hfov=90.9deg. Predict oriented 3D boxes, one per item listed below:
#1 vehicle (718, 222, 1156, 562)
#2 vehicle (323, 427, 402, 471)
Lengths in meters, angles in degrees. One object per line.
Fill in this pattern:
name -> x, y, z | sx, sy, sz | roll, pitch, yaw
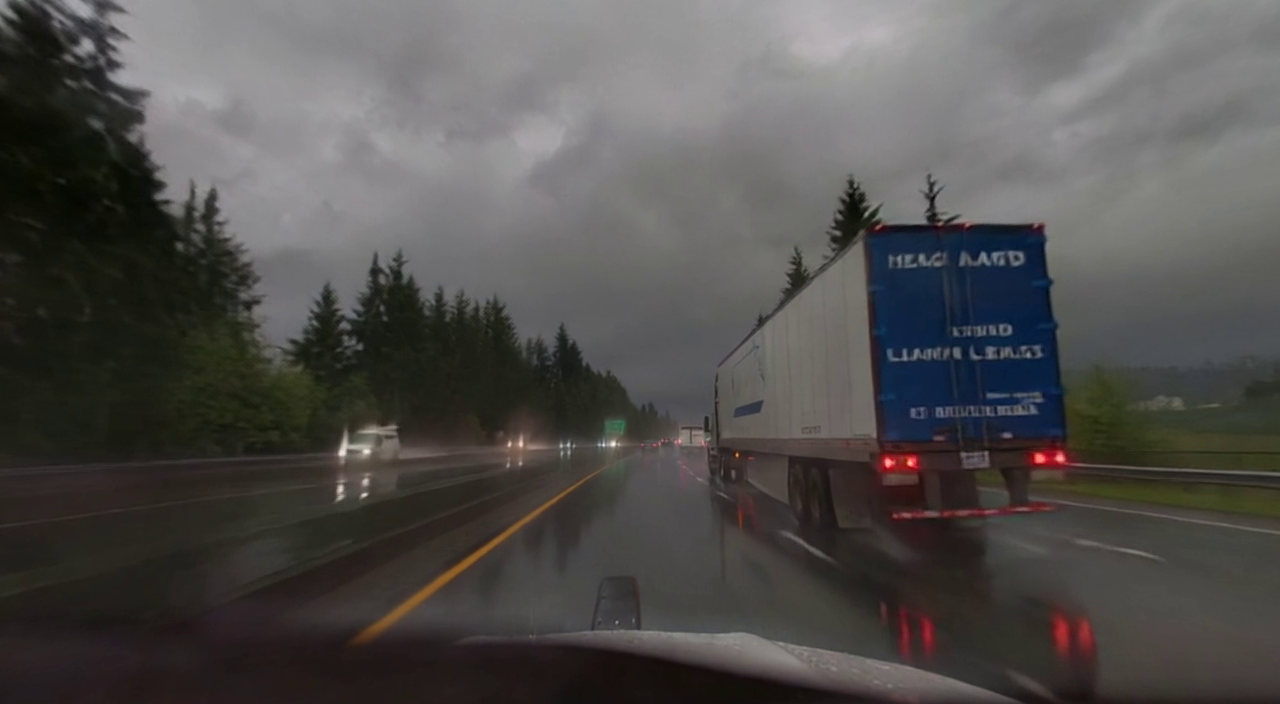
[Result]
vehicle -> 4.321, 1.354, 14.384 | 3.171, 4.072, 13.784 | 0, -8, 0
vehicle -> -17.625, 6.193, 40.421 | 2.420, 2.549, 5.415 | -1, -8, 2
